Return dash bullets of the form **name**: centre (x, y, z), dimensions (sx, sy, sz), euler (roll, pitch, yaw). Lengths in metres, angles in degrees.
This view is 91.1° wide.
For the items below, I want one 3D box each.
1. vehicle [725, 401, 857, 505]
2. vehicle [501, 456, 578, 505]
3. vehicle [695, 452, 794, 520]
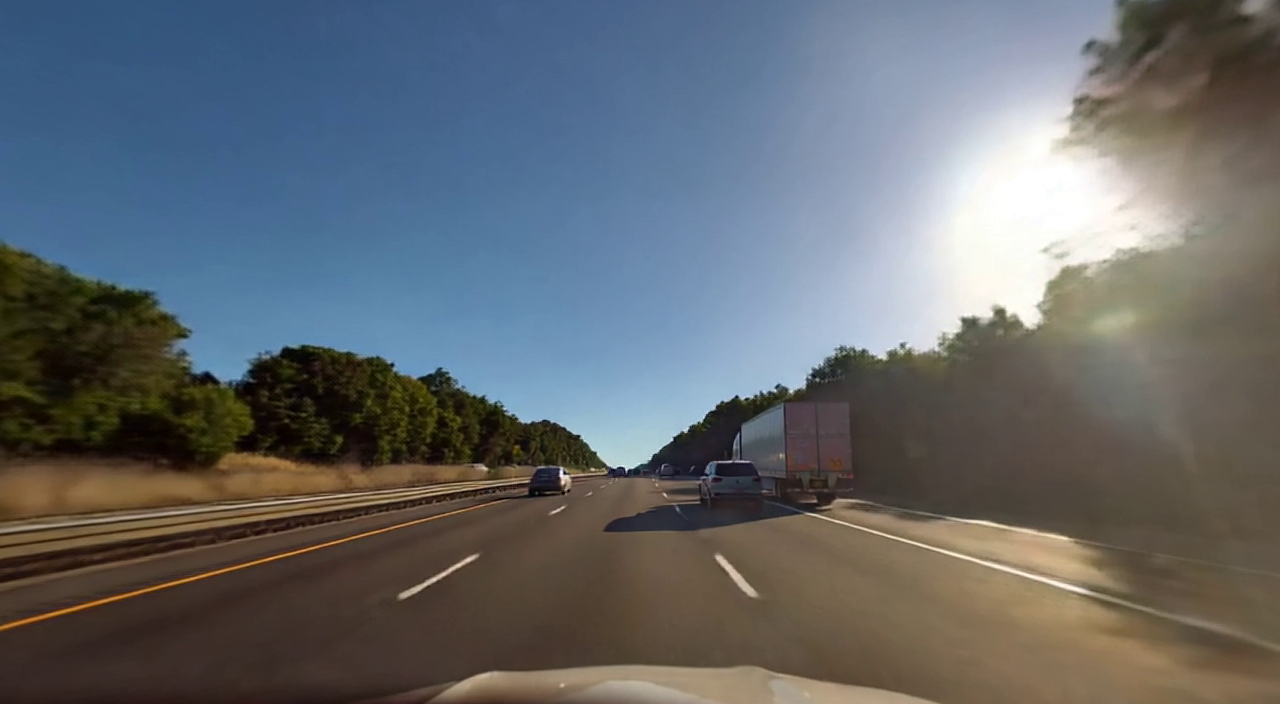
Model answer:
- **vehicle**: centre (7.241, 5.575, 33.877), dimensions (2.883, 4.151, 17.144), euler (1, -10, 0)
- **vehicle**: centre (-3.546, 4.641, 22.912), dimensions (2.025, 1.547, 4.150), euler (1, -10, 1)
- **vehicle**: centre (2.887, 3.860, 18.438), dimensions (2.050, 1.708, 4.457), euler (1, -10, -1)
